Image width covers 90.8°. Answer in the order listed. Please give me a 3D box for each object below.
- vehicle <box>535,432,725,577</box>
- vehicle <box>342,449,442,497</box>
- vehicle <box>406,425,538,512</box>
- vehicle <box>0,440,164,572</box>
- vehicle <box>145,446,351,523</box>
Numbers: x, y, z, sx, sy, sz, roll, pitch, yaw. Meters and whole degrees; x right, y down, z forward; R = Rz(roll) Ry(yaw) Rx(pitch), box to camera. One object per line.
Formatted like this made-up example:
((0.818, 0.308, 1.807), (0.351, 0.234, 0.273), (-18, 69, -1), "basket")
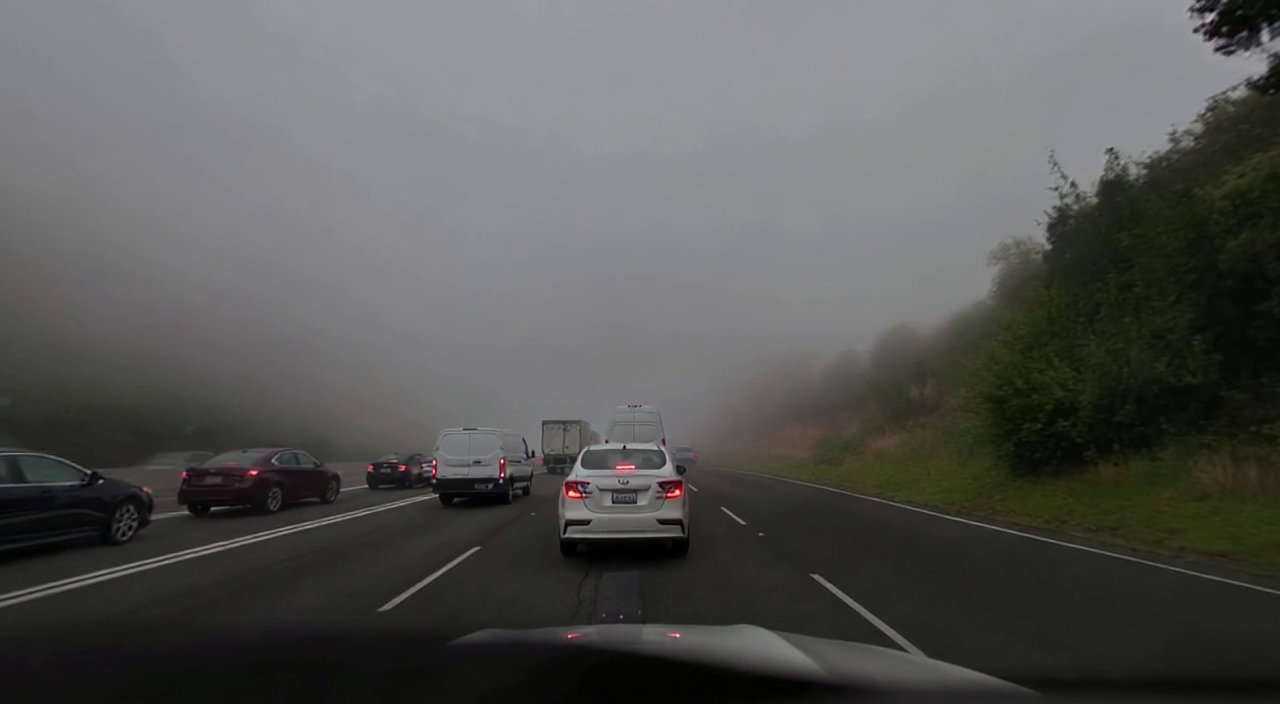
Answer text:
((-0.141, 1.872, 8.410), (1.995, 1.495, 3.380), (0, -9, -1), "vehicle")
((-8.418, 4.100, 21.794), (1.826, 1.465, 3.916), (-1, -9, 1), "vehicle")
((-4.154, 2.977, 16.529), (2.055, 1.913, 4.584), (-1, -9, 2), "vehicle")
((-8.285, 1.801, 7.395), (1.864, 1.492, 4.453), (-1, -9, 1), "vehicle")
((-8.699, 2.938, 14.597), (1.884, 1.484, 4.389), (-1, -9, 1), "vehicle")
